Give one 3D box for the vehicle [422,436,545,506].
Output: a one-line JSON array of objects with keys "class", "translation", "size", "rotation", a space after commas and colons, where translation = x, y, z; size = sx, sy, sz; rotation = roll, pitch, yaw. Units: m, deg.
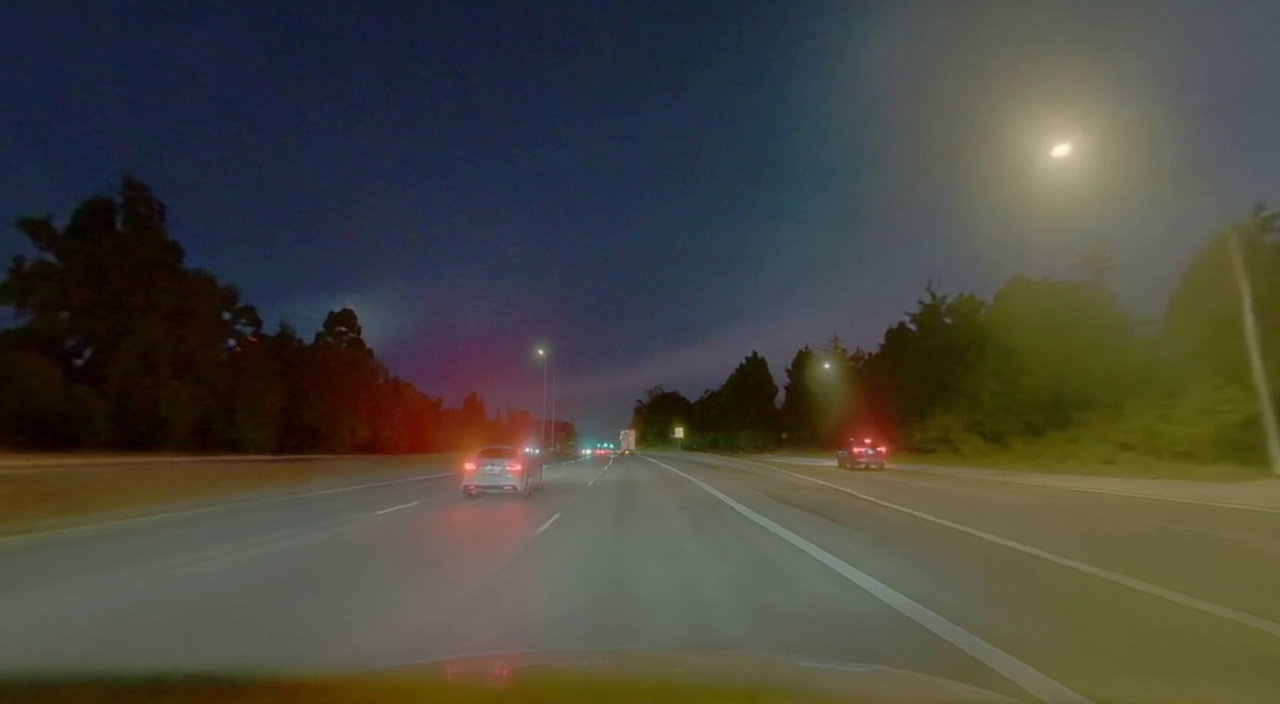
[{"class": "vehicle", "translation": [-3.837, 3.010, 16.284], "size": [2.070, 1.564, 4.145], "rotation": [0, -9, 1]}]
